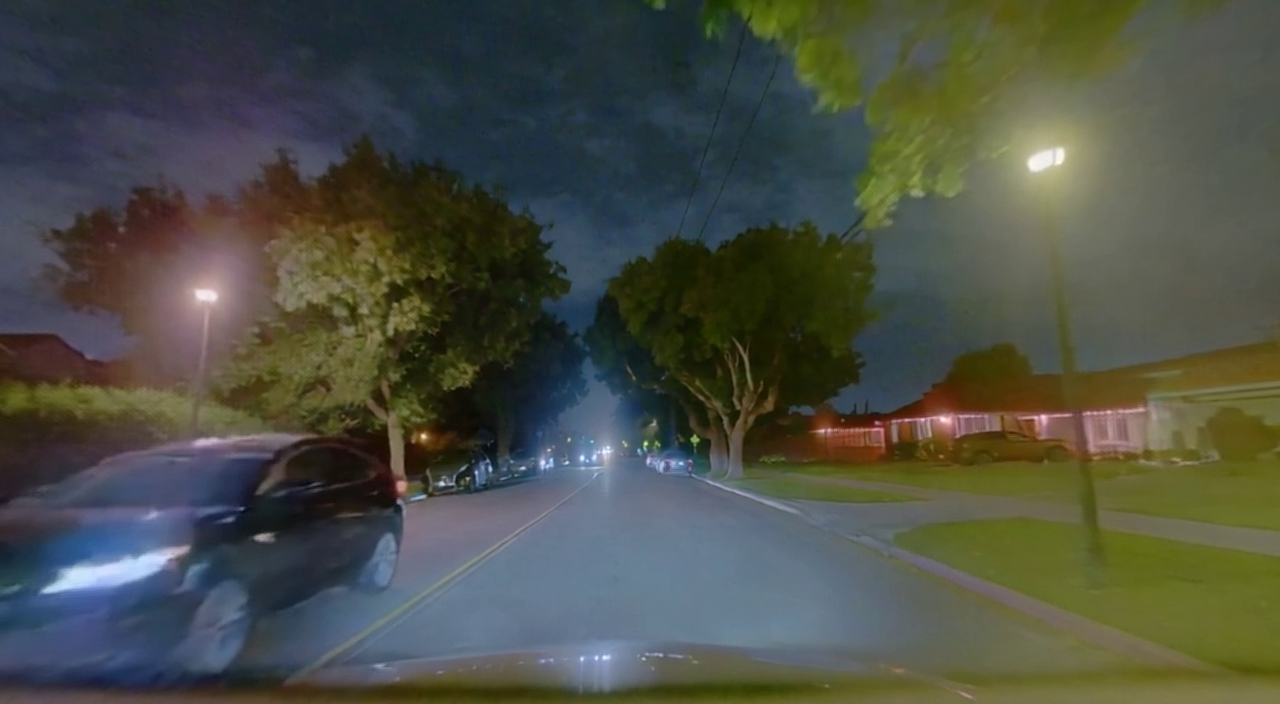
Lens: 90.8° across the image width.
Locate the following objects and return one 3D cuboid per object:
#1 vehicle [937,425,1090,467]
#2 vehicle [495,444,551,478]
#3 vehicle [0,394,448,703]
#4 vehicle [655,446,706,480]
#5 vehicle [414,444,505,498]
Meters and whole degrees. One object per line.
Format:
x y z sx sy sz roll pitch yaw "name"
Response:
13.500 3.444 23.148 4.370 1.433 1.889 -2 -9 13 "vehicle"
-6.802 6.389 37.396 2.265 1.876 5.371 0 -9 0 "vehicle"
-3.472 1.398 5.594 2.106 1.688 4.392 0 -9 1 "vehicle"
1.932 5.474 31.467 1.996 1.516 4.122 0 -9 -4 "vehicle"
-6.346 4.197 22.782 2.033 1.721 4.328 0 -9 -1 "vehicle"
